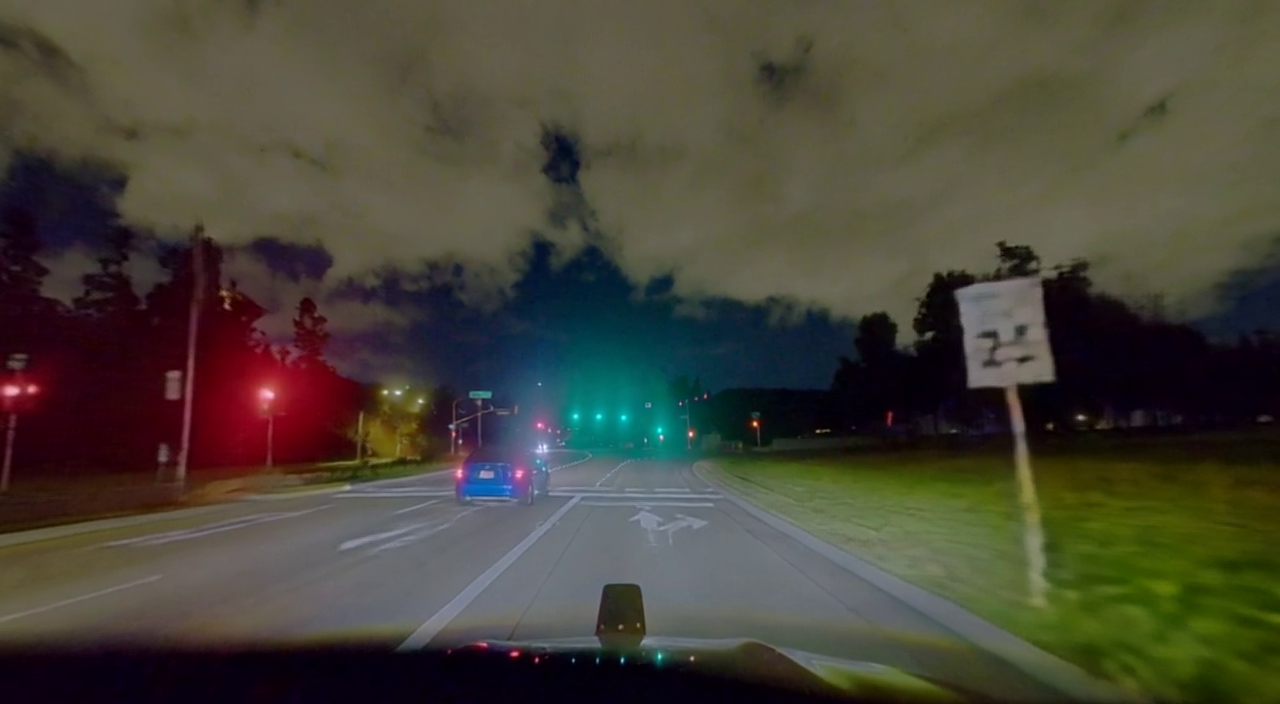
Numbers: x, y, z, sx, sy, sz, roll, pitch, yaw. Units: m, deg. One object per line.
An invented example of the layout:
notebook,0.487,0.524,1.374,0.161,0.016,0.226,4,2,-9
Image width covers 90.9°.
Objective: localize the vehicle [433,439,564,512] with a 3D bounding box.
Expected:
vehicle,-3.179,2.882,15.226,1.963,1.460,4.614,0,-9,2
